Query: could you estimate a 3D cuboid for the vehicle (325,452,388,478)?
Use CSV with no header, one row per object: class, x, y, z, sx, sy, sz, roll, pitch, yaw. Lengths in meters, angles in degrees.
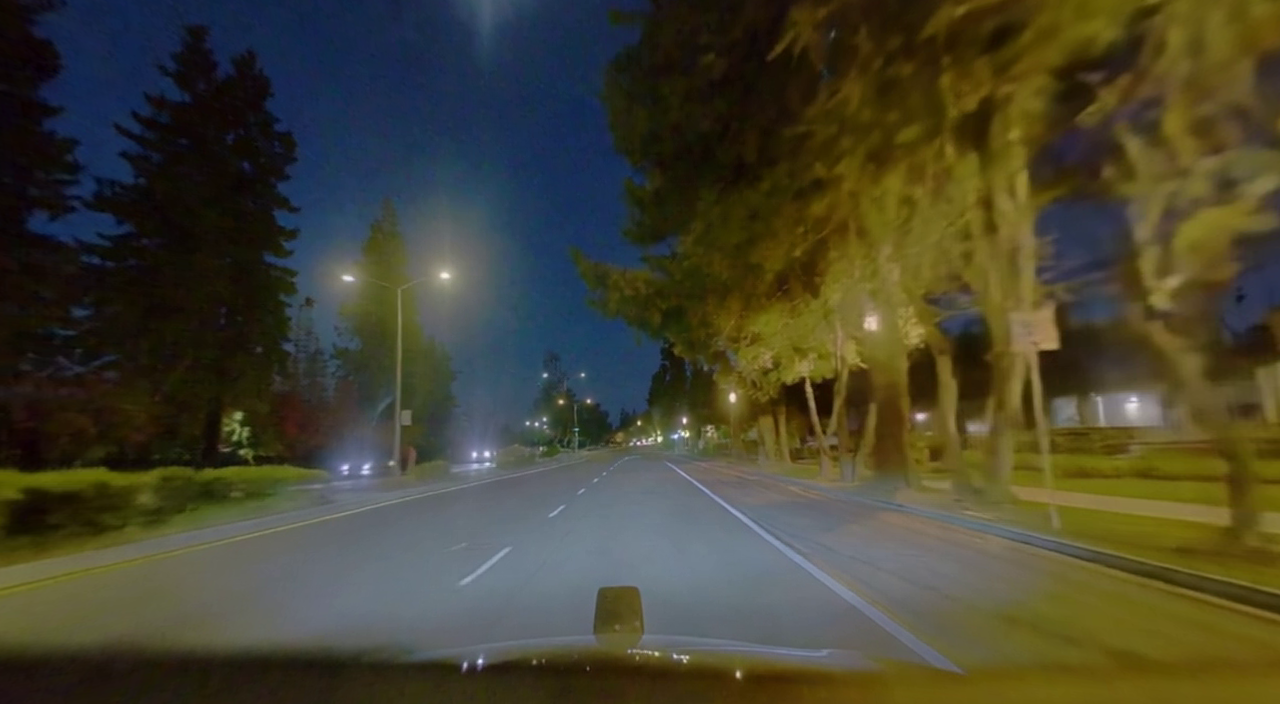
vehicle,-18.071,7.193,40.497,1.846,1.515,4.538,0,-8,1
